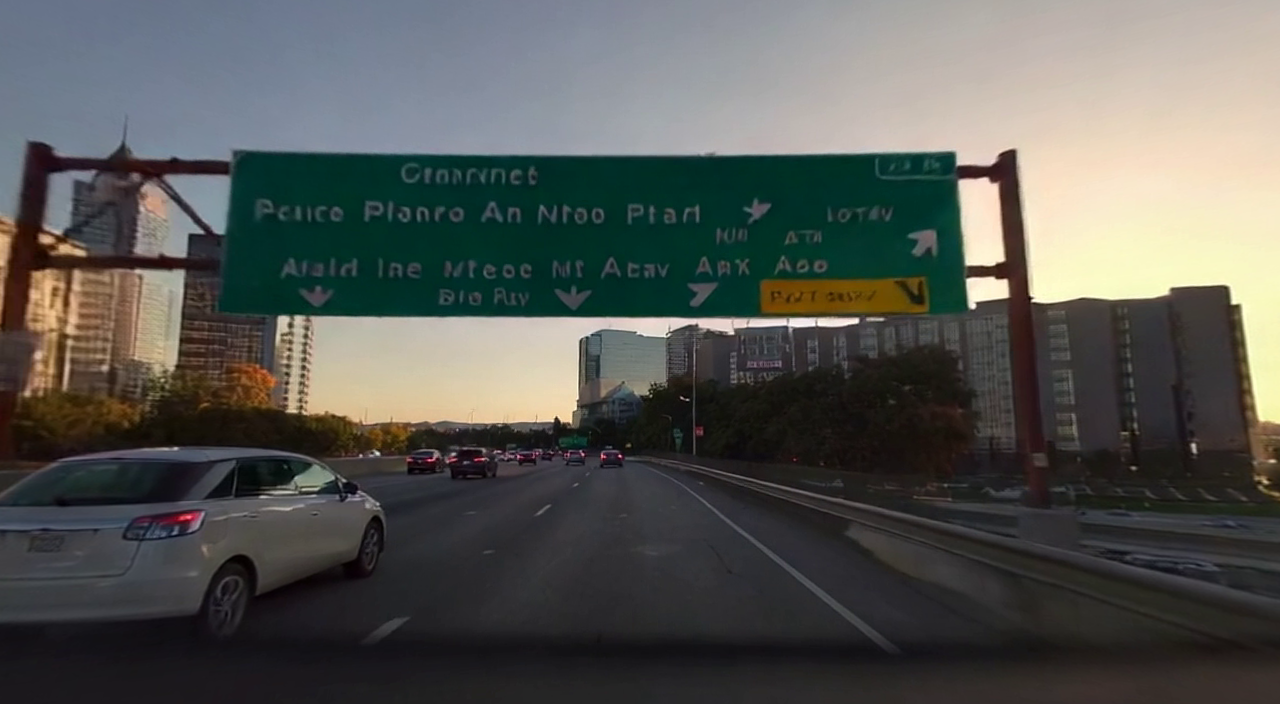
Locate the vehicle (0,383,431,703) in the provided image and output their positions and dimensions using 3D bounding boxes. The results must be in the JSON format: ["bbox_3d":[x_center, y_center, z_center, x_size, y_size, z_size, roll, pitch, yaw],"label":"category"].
[{"bbox_3d":[-3.603,1.354,5.352,2.036,1.717,4.592,0,-9,0],"label":"vehicle"}]

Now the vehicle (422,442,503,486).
[{"bbox_3d":[-7.261,4.632,26.328,2.075,1.642,4.638,0,-9,-1],"label":"vehicle"}]
